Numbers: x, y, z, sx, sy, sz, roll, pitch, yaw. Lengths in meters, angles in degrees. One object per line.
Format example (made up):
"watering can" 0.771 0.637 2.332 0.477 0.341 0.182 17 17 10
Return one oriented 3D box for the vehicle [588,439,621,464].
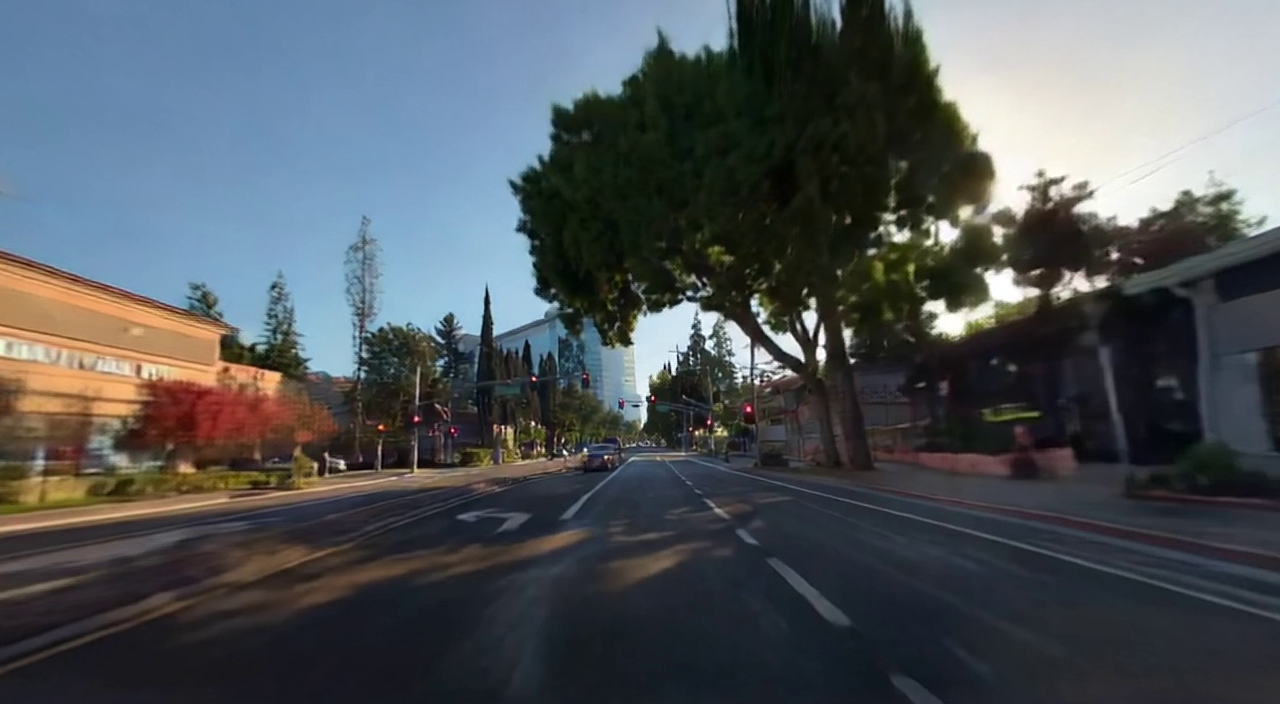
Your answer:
"vehicle" -2.653 7.634 48.644 2.250 1.791 4.300 0 -8 1
